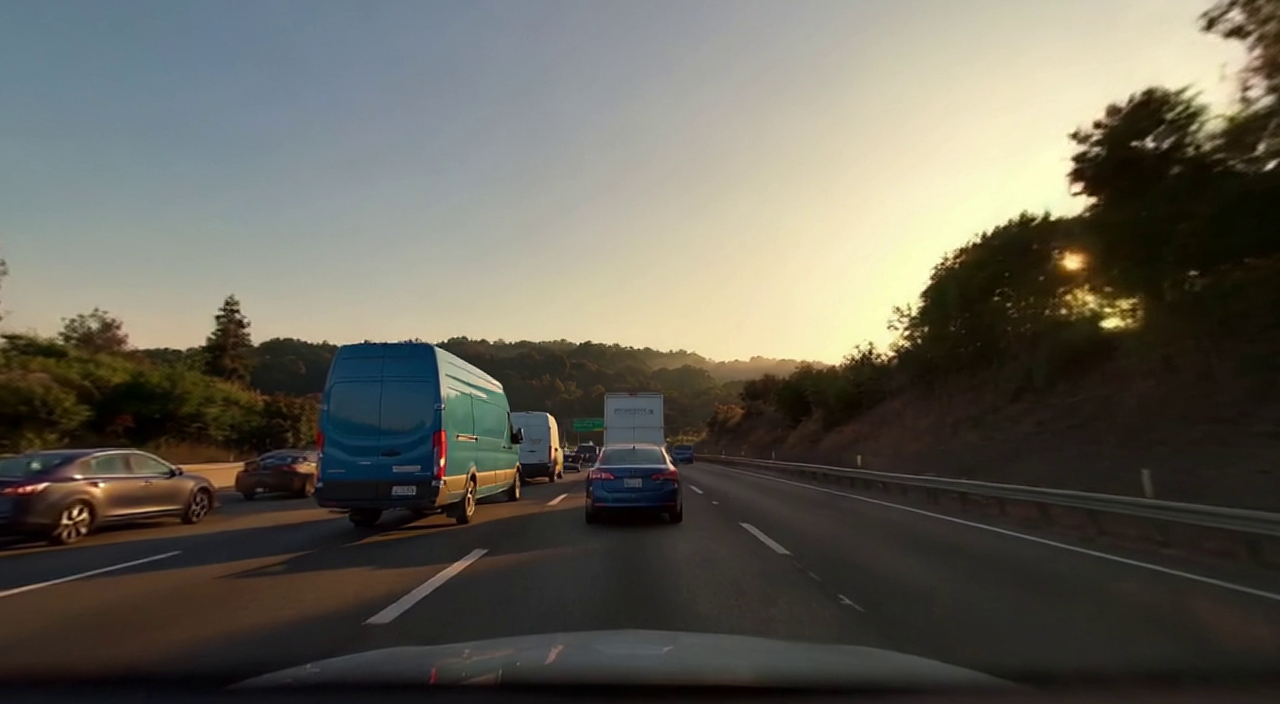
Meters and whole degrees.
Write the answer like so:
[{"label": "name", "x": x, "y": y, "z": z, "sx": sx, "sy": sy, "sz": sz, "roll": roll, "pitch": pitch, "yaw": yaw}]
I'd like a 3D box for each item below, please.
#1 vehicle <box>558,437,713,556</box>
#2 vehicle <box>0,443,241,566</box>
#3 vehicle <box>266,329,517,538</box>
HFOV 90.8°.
[{"label": "vehicle", "x": -0.091, "y": 2.127, "z": 9.862, "sx": 1.995, "sy": 1.495, "sz": 3.380, "roll": 0, "pitch": -9, "yaw": -1}, {"label": "vehicle", "x": -8.832, "y": 2.251, "z": 10.123, "sx": 1.899, "sy": 1.503, "sz": 4.466, "roll": -1, "pitch": -9, "yaw": 1}, {"label": "vehicle", "x": -4.069, "y": 1.610, "z": 12.120, "sx": 2.254, "sy": 2.879, "sz": 6.656, "roll": 0, "pitch": -9, "yaw": -2}]
